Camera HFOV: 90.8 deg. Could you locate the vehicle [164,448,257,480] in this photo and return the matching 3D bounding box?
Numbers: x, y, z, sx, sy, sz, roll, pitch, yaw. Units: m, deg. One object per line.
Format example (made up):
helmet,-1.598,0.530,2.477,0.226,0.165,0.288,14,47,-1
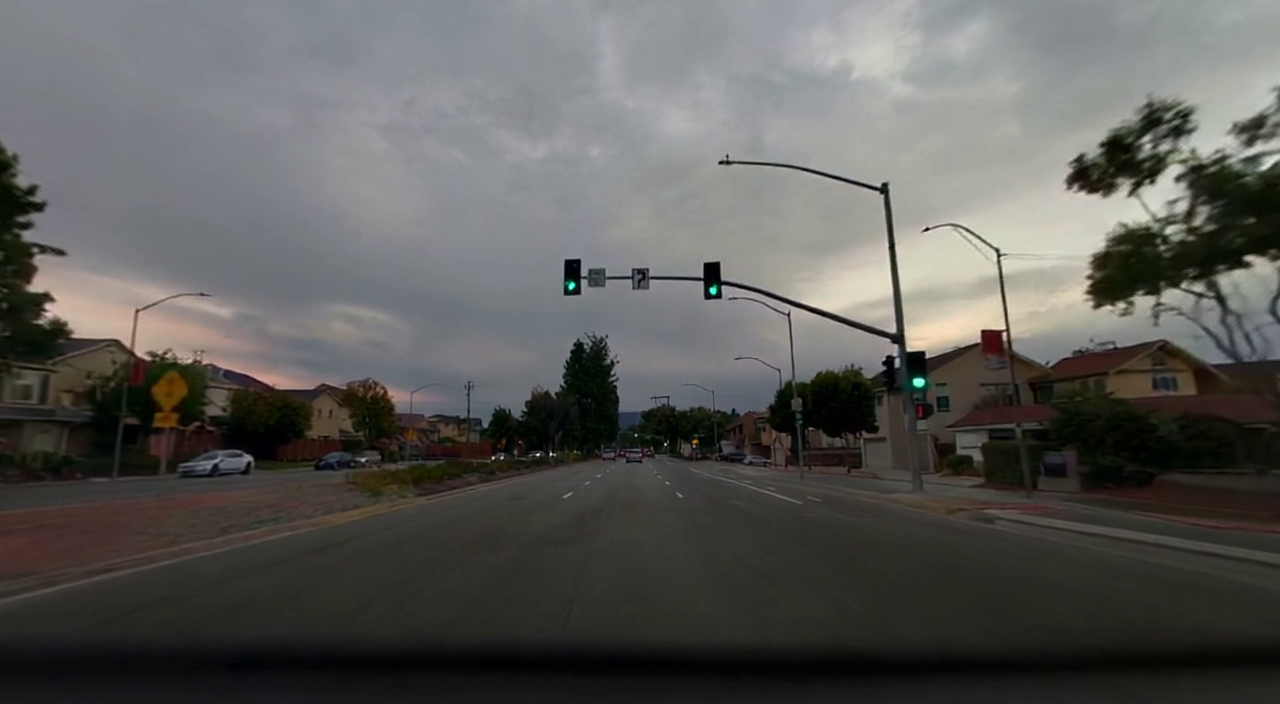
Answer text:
vehicle,-25.203,6.574,37.318,1.908,1.719,4.972,0,-9,1
